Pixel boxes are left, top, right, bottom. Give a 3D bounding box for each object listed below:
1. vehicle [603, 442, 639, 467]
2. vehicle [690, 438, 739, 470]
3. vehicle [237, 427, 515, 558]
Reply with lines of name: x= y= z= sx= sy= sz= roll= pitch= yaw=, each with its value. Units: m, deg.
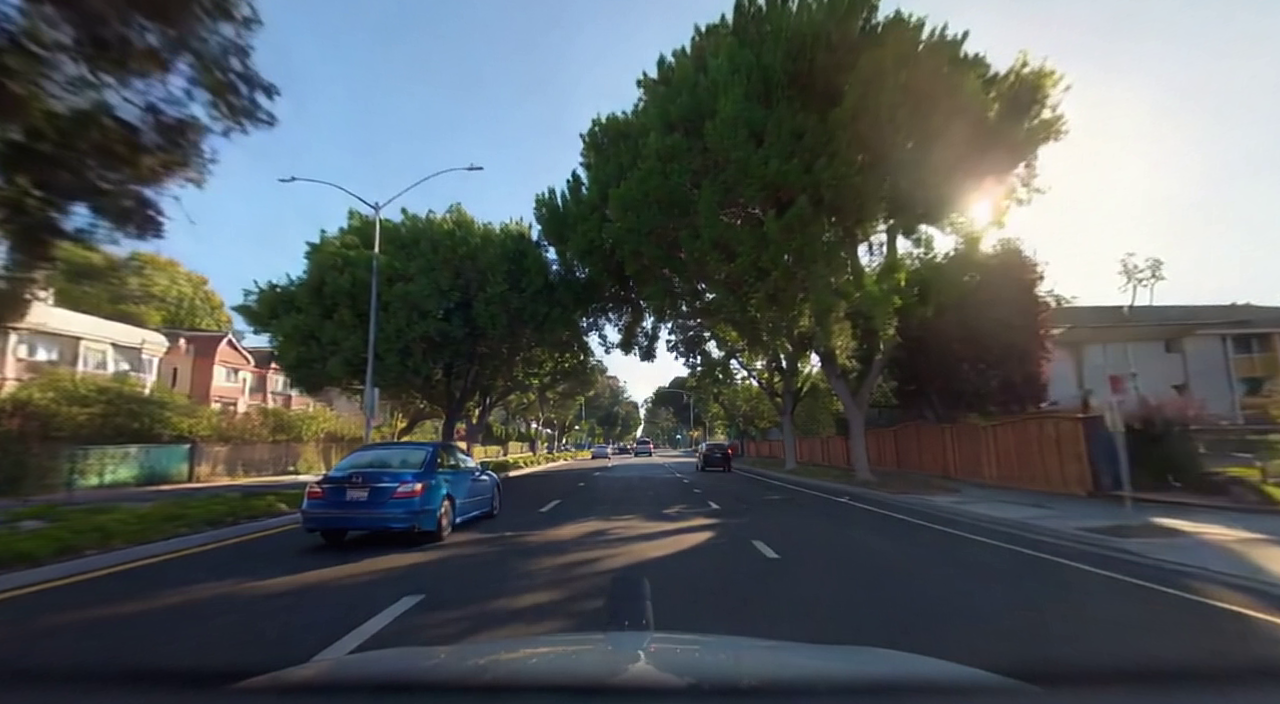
vehicle: x=-1.135 y=6.497 z=40.125 sx=1.940 sy=1.473 sz=4.133 roll=-1 pitch=-8 yaw=3
vehicle: x=4.089 y=5.690 z=35.342 sx=2.182 sy=1.688 sz=4.187 roll=0 pitch=-8 yaw=-1
vehicle: x=-3.569 y=2.007 z=9.863 sx=2.091 sy=1.503 sz=4.989 roll=0 pitch=-8 yaw=1
